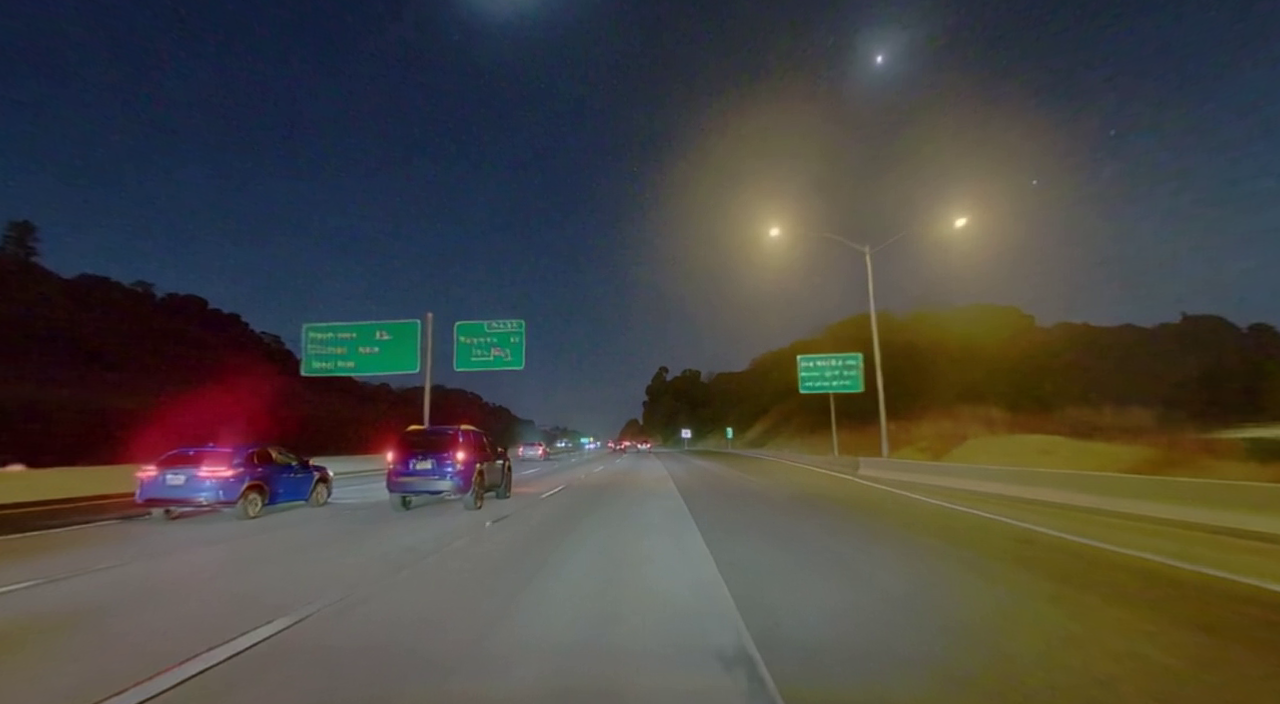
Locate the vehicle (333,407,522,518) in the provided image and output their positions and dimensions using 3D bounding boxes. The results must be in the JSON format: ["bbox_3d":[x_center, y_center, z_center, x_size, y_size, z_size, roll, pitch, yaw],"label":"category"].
[{"bbox_3d":[-4.265,2.348,13.744,2.219,1.947,4.924,-1,-9,2],"label":"vehicle"}]

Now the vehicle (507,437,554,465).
[{"bbox_3d":[-6.895,6.322,40.188,2.069,1.636,4.483,-1,-9,2],"label":"vehicle"}]

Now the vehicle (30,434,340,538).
[{"bbox_3d":[-7.866,2.338,11.736,1.984,1.508,4.935,-1,-9,2],"label":"vehicle"}]
